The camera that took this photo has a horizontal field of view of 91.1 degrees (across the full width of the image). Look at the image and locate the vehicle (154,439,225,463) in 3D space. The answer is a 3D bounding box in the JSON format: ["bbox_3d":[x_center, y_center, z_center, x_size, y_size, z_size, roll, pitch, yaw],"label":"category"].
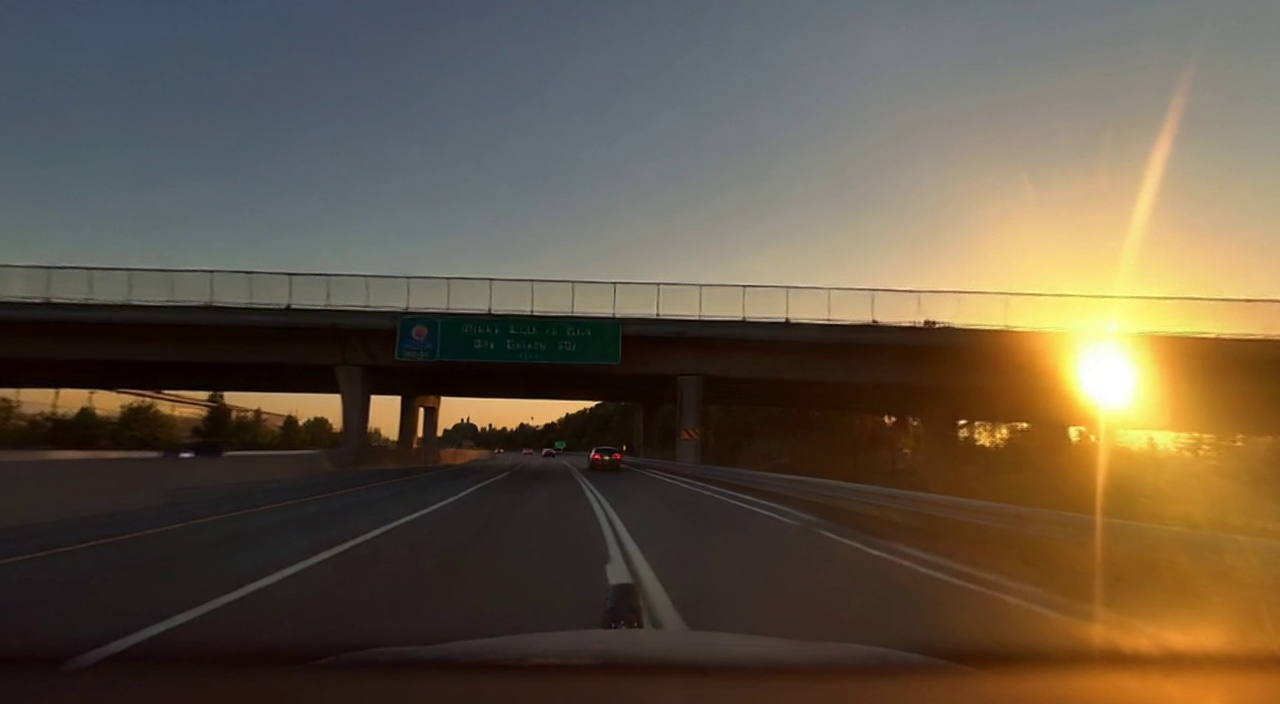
[{"bbox_3d":[-27.852,6.159,39.023,1.848,1.408,3.953,1,-9,-7],"label":"vehicle"}]

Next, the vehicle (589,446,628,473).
[{"bbox_3d":[-1.923,6.330,37.232,2.140,1.455,4.135,0,-9,-5],"label":"vehicle"}]
